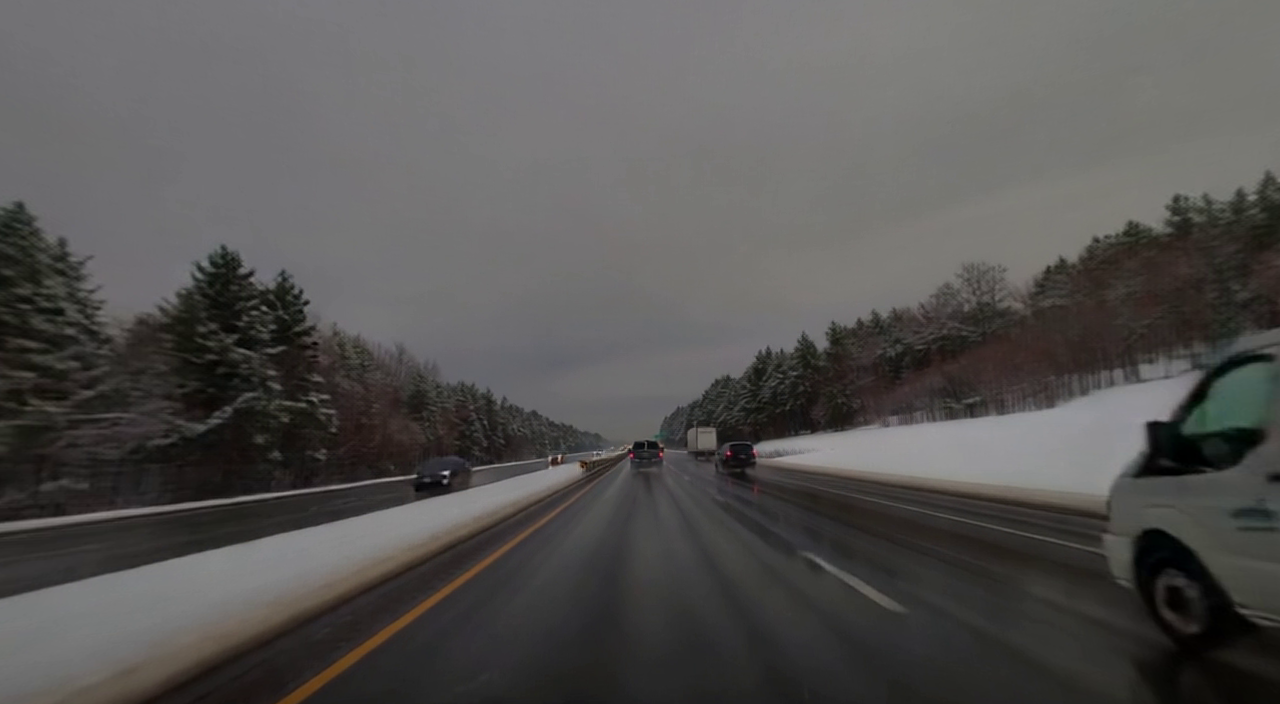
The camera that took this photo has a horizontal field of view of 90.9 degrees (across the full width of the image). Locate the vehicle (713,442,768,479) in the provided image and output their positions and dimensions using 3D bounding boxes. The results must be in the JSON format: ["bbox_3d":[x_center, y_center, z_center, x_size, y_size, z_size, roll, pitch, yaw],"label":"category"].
[{"bbox_3d":[4.591,5.005,29.264,1.868,1.566,3.509,0,-9,-2],"label":"vehicle"}]

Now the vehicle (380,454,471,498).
[{"bbox_3d":[-8.632,4.998,25.876,2.008,1.540,4.953,0,-9,0],"label":"vehicle"}]

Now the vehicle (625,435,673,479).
[{"bbox_3d":[0.404,5.017,30.224,2.143,1.925,4.101,0,-9,0],"label":"vehicle"}]

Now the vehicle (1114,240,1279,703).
[{"bbox_3d":[4.115,0.409,1.469,2.232,2.290,4.720,0,-9,0],"label":"vehicle"}]
